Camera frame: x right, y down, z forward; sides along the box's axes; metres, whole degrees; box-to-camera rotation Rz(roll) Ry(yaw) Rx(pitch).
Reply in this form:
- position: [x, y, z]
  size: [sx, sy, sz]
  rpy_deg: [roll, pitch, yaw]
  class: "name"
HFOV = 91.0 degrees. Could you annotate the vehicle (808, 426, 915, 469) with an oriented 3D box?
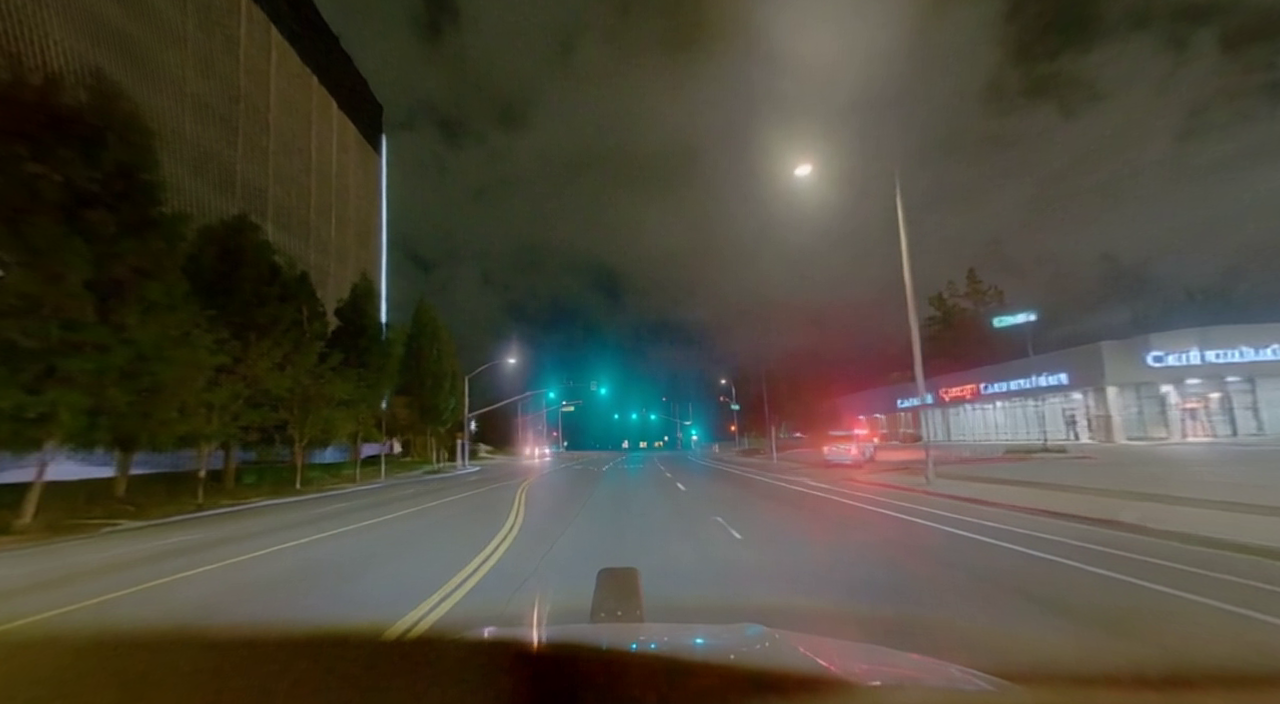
- position: [10.260, 4.381, 29.089]
  size: [4.635, 1.821, 2.087]
  rpy_deg: [5, -10, -31]
  class: "vehicle"
